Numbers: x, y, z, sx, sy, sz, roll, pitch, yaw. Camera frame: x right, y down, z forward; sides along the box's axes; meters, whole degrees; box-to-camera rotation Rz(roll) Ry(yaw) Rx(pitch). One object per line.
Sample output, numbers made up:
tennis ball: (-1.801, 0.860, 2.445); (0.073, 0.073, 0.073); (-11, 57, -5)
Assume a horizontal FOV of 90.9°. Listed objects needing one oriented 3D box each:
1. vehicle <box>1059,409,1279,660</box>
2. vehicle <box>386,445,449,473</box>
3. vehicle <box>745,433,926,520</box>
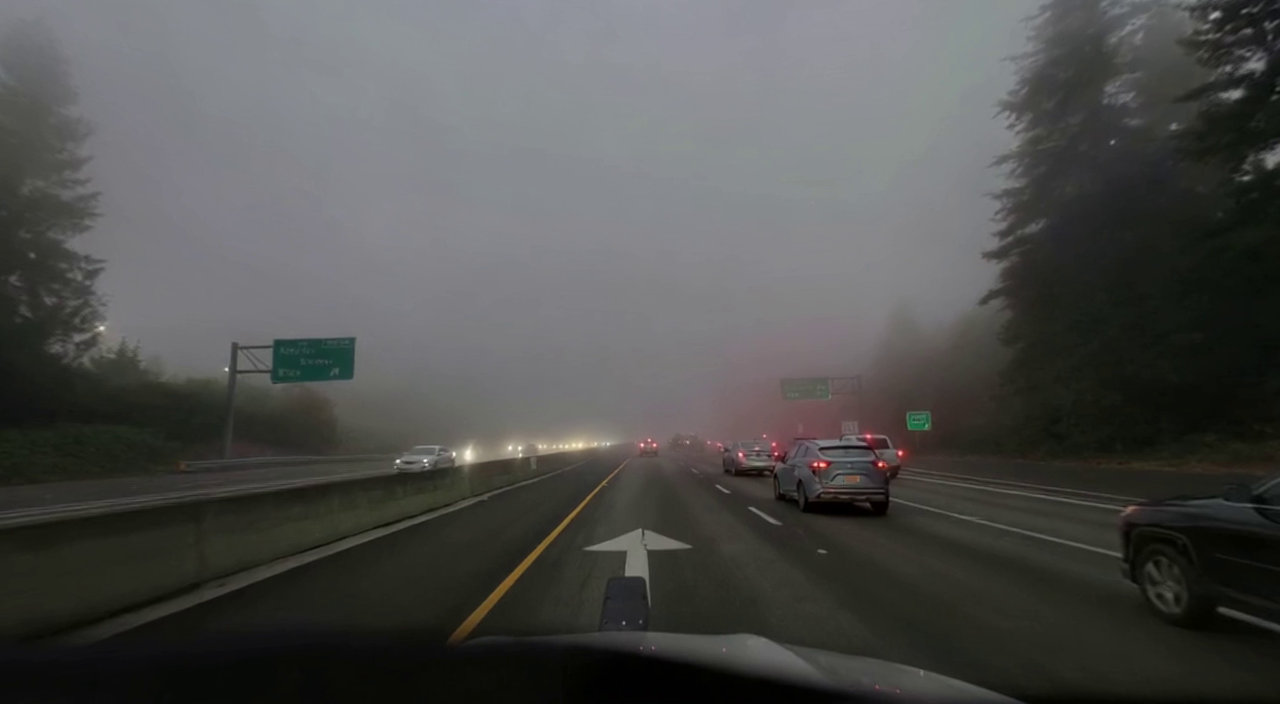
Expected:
vehicle: (5.028, 1.052, 3.403); (2.143, 1.516, 4.533); (1, -8, -5)
vehicle: (-12.944, 6.242, 37.009); (1.902, 1.474, 4.752); (0, -8, 1)
vehicle: (3.707, 2.445, 13.042); (2.198, 1.467, 4.675); (0, -8, -1)
